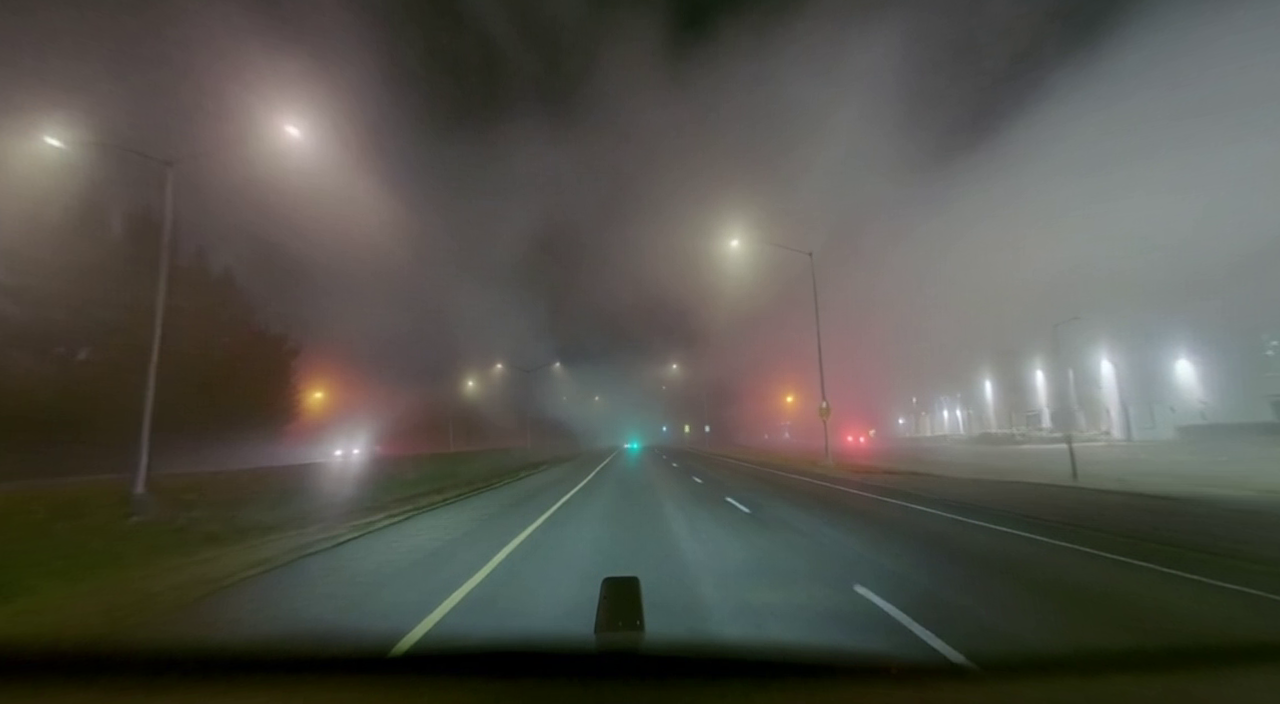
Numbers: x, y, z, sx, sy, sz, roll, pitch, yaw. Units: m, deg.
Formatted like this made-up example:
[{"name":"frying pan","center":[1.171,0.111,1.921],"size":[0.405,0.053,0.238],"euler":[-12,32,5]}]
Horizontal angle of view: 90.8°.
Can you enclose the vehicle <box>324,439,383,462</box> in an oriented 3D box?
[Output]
[{"name":"vehicle","center":[-19.274,6.638,42.741],"size":[1.790,1.453,4.618],"euler":[0,-9,1]}]
